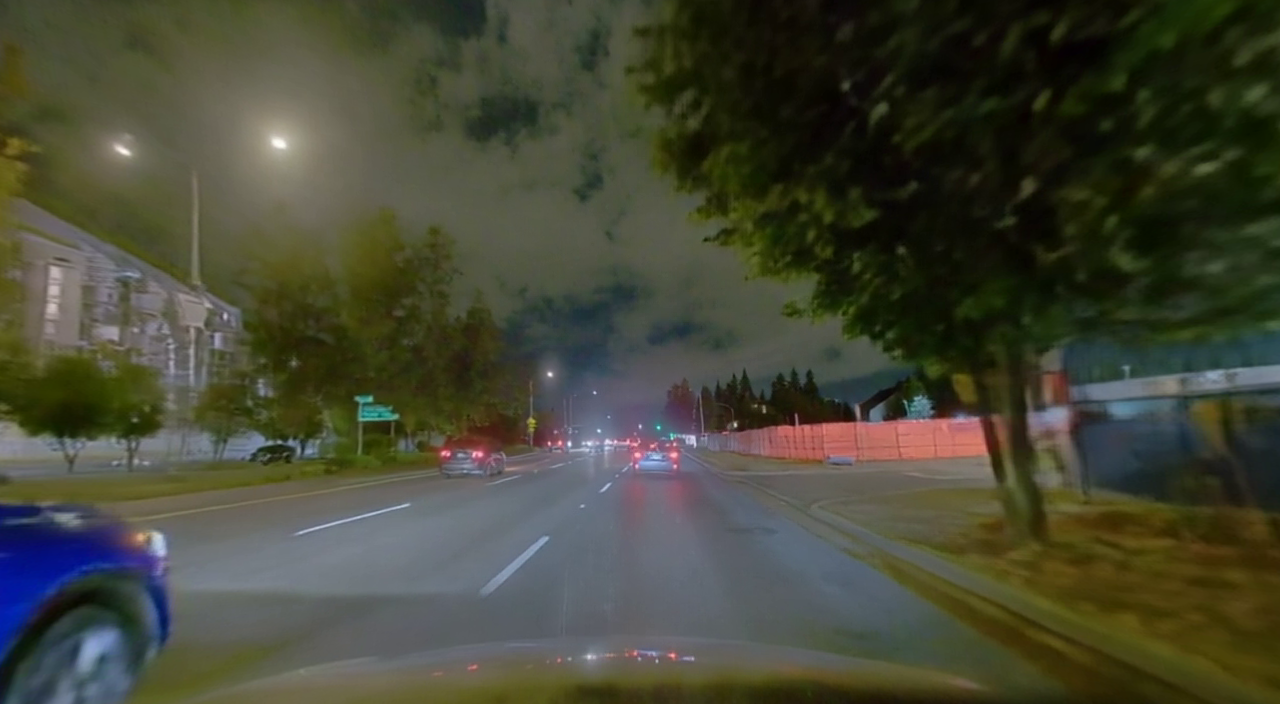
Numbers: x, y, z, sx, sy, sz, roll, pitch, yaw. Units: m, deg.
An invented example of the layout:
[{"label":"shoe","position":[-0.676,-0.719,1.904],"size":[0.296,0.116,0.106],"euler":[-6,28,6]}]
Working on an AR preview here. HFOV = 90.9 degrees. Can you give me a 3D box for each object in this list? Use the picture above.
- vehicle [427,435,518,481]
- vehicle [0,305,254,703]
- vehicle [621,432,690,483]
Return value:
[{"label":"vehicle","position":[-5.882,3.782,22.686],"size":[1.877,1.479,4.430],"euler":[-1,-9,3]},{"label":"vehicle","position":[-3.564,0.590,1.392],"size":[2.157,1.824,4.986],"euler":[0,-8,1]},{"label":"vehicle","position":[0.538,3.752,22.673],"size":[2.227,1.654,4.091],"euler":[0,-8,1]}]
